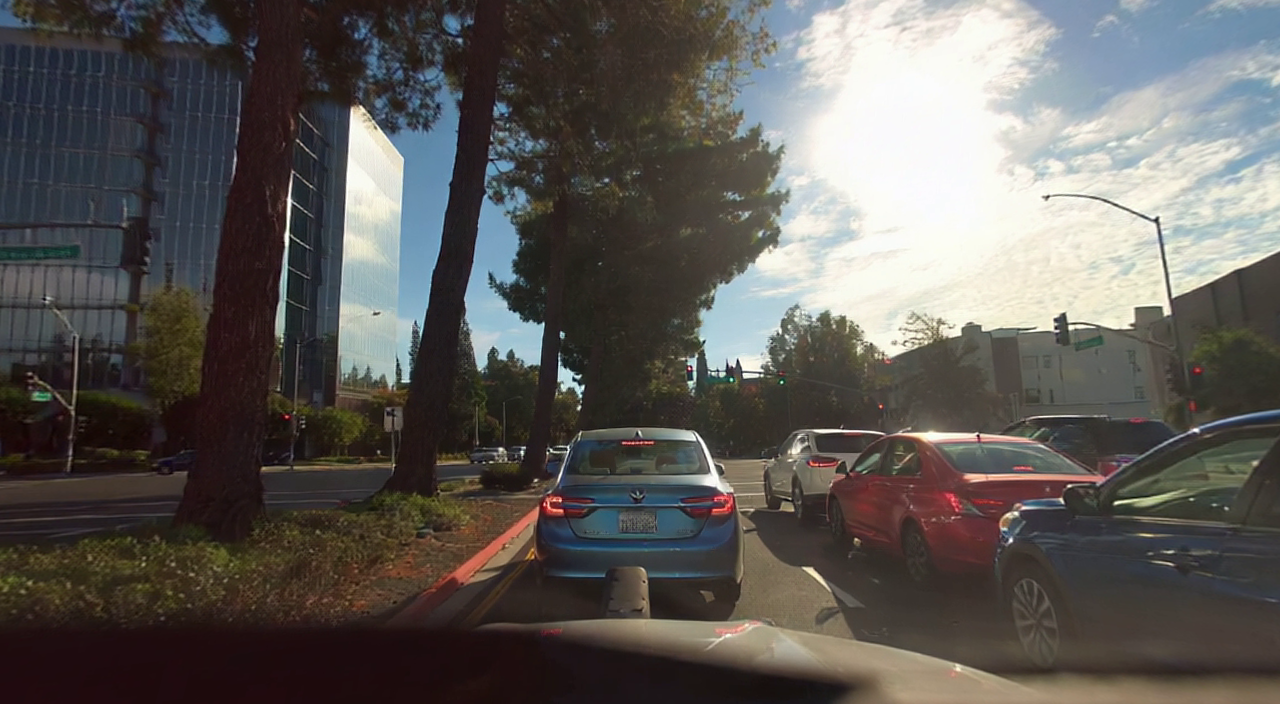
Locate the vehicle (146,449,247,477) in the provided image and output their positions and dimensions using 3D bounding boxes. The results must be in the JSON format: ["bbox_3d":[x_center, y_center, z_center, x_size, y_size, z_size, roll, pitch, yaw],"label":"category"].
[{"bbox_3d":[-33.344,8.301,47.541,5.783,1.933,2.174,8,-12,-43],"label":"vehicle"}]

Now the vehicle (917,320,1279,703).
[{"bbox_3d":[3.674,0.926,3.441,2.162,1.829,4.519,0,-9,-1],"label":"vehicle"}]

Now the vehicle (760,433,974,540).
[{"bbox_3d":[3.664,2.258,11.300,2.054,1.482,4.654,0,-9,-1],"label":"vehicle"}]

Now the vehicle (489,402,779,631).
[{"bbox_3d":[-0.055,1.476,6.511,2.074,1.631,3.793,0,-9,0],"label":"vehicle"}]
